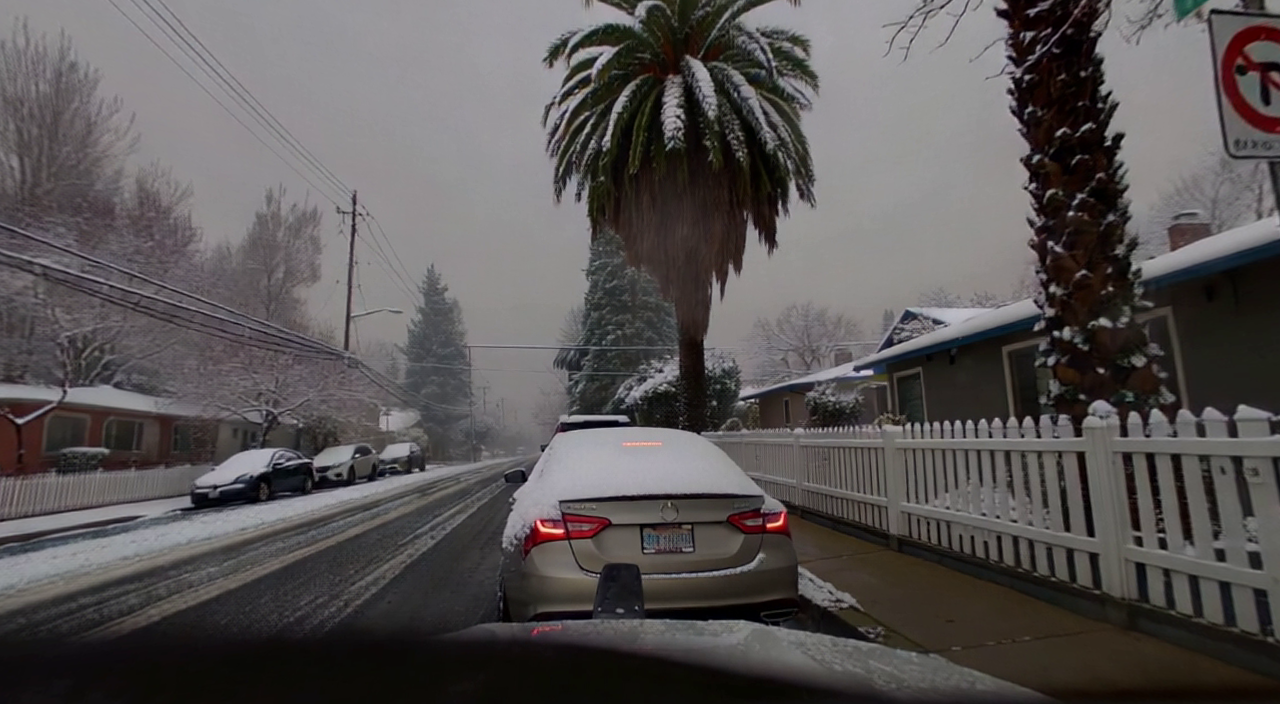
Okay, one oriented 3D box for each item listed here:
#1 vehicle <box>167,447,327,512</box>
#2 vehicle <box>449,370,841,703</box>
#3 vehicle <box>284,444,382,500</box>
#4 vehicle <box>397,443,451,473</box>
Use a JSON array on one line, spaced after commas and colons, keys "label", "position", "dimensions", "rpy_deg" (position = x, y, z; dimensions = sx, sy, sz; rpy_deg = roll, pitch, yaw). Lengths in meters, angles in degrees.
[{"label": "vehicle", "position": [-11.395, 3.665, 18.797], "dimensions": [2.017, 1.627, 5.039], "rpy_deg": [1, -8, -7]}, {"label": "vehicle", "position": [-0.134, 1.220, 5.000], "dimensions": [1.894, 1.695, 3.795], "rpy_deg": [1, -8, -6]}, {"label": "vehicle", "position": [-12.151, 4.715, 25.292], "dimensions": [2.048, 1.485, 4.757], "rpy_deg": [-4, -4, -8]}, {"label": "vehicle", "position": [-13.173, 6.467, 38.698], "dimensions": [2.060, 1.689, 4.999], "rpy_deg": [1, -8, -7]}]
